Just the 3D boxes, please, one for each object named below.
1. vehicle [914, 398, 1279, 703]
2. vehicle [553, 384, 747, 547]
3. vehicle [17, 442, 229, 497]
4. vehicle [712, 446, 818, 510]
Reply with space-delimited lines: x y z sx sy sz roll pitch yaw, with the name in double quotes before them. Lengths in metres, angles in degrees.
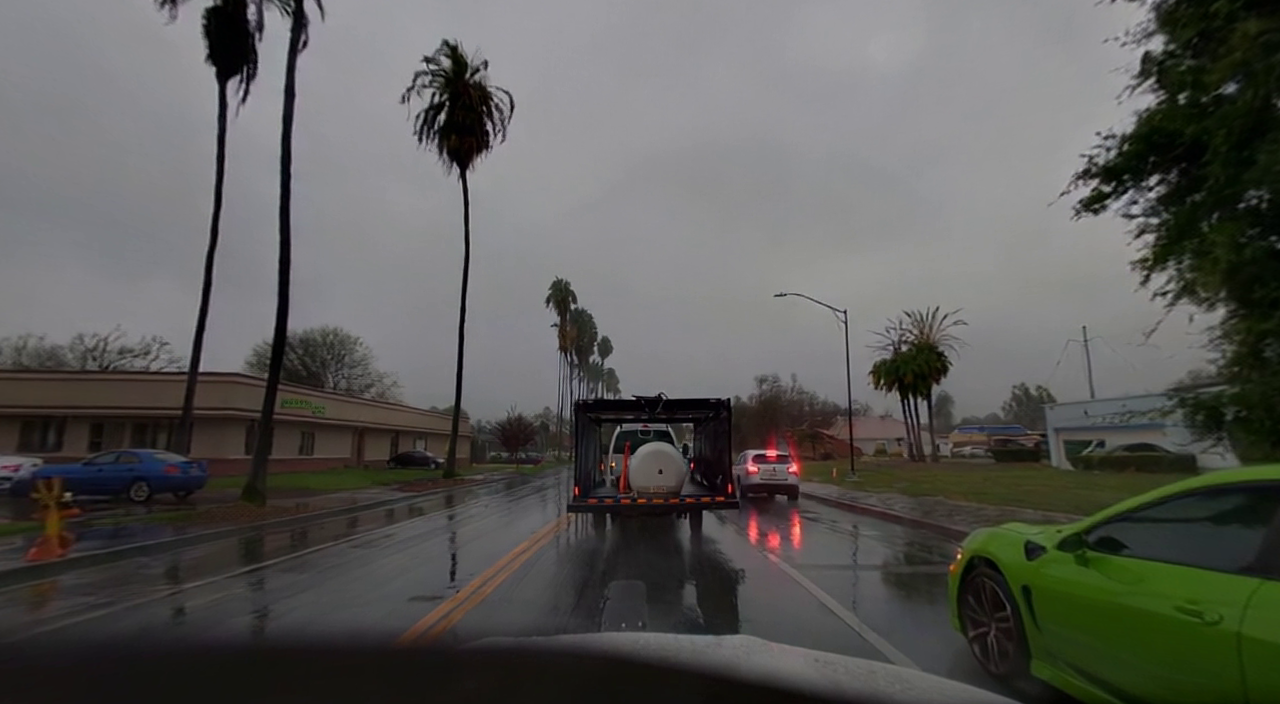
"vehicle" 3.042 0.904 1.890 2.171 1.520 4.853 0 -8 -1
"vehicle" 0.168 2.081 12.200 2.728 2.305 6.506 0 -8 1
"vehicle" -15.084 3.427 18.526 4.490 1.500 1.875 0 -8 -2
"vehicle" 3.231 3.328 17.143 2.010 1.499 4.107 0 -8 0
